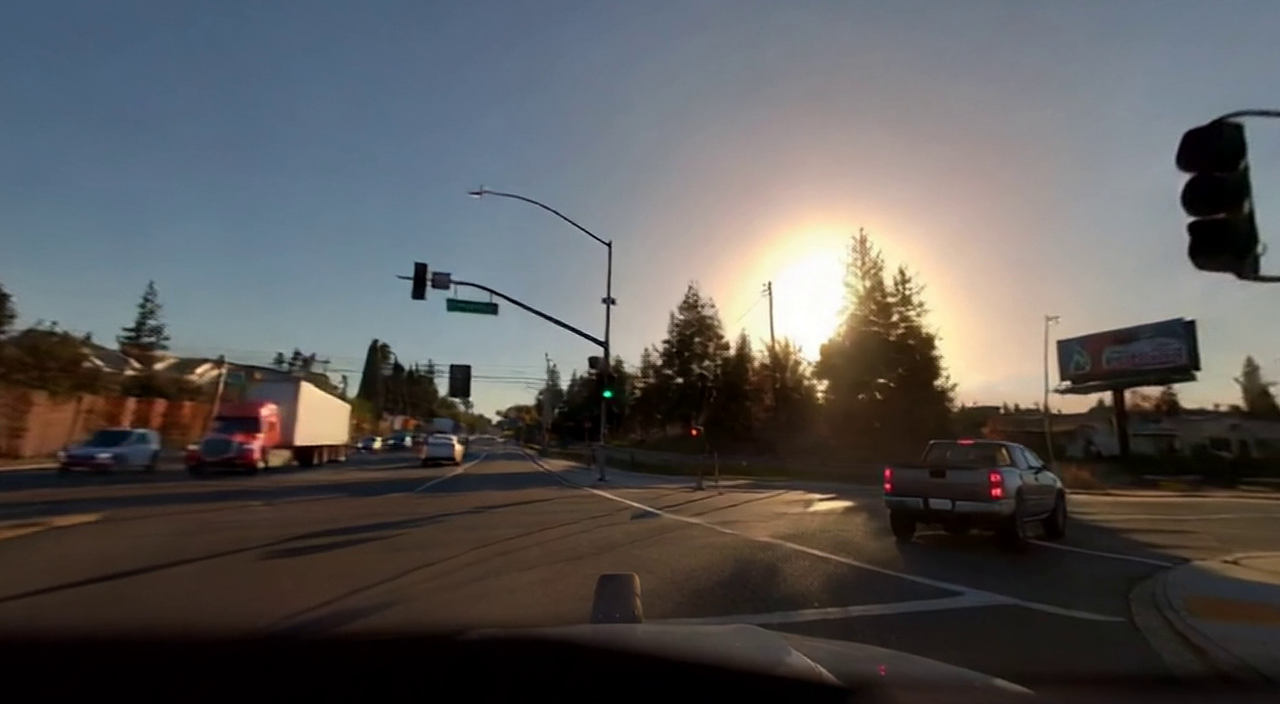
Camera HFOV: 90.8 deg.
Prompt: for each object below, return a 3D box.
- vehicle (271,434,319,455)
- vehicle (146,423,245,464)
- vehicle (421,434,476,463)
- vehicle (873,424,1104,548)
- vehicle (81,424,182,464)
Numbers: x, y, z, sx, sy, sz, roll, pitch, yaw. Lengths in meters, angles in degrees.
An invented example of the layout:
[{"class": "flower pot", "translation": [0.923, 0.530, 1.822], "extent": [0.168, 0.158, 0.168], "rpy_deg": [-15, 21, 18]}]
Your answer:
[{"class": "vehicle", "translation": [-25.029, 6.780, 45.948], "extent": [1.838, 1.434, 4.036], "rpy_deg": [2, -10, -11]}, {"class": "vehicle", "translation": [-21.227, 4.462, 30.448], "extent": [2.013, 1.787, 4.823], "rpy_deg": [2, -10, -12]}, {"class": "vehicle", "translation": [-10.458, 5.342, 34.820], "extent": [2.004, 1.482, 4.799], "rpy_deg": [1, -9, -6]}, {"class": "vehicle", "translation": [7.105, 2.545, 12.619], "extent": [5.251, 1.926, 2.404], "rpy_deg": [9, -13, -43]}, {"class": "vehicle", "translation": [-25.925, 4.758, 32.440], "extent": [1.972, 1.898, 4.620], "rpy_deg": [2, -9, -11]}]
